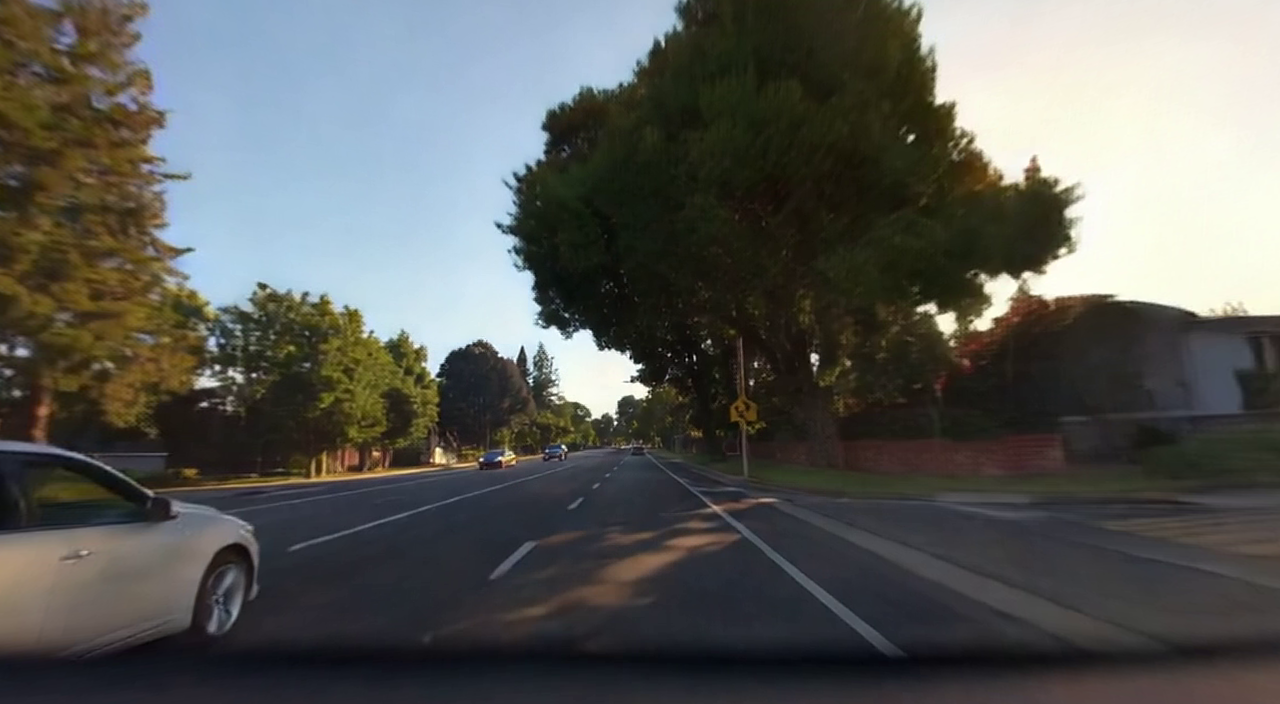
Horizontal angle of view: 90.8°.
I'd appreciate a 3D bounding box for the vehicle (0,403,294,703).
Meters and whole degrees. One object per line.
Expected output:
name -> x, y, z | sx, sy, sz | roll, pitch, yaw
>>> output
vehicle -> -3.314, 0.845, 1.675 | 2.020, 1.478, 4.890 | 0, -8, 0
